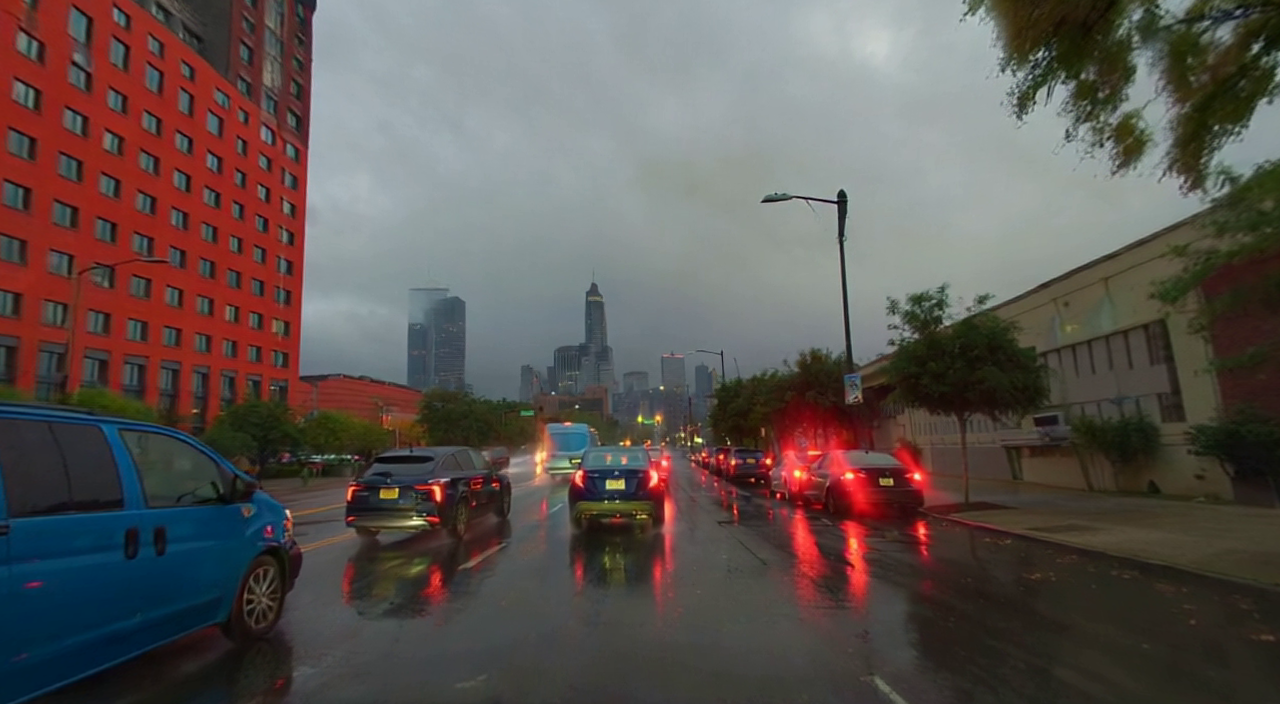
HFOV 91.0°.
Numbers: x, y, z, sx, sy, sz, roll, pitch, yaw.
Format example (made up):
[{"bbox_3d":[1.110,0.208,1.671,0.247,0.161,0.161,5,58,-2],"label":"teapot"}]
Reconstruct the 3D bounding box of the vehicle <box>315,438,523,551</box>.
[{"bbox_3d":[-3.525,2.340,11.116,1.995,1.554,4.426,0,-9,1],"label":"vehicle"}]

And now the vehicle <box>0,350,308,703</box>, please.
[{"bbox_3d":[-3.727,0.867,2.524,2.140,1.768,4.685,0,-9,1],"label":"vehicle"}]

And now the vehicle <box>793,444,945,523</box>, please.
[{"bbox_3d":[4.902,2.847,14.173,1.832,1.491,4.054,1,-9,-1],"label":"vehicle"}]

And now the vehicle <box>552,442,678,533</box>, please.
[{"bbox_3d":[-0.414,2.623,12.824,2.152,1.518,4.113,0,-9,0],"label":"vehicle"}]
